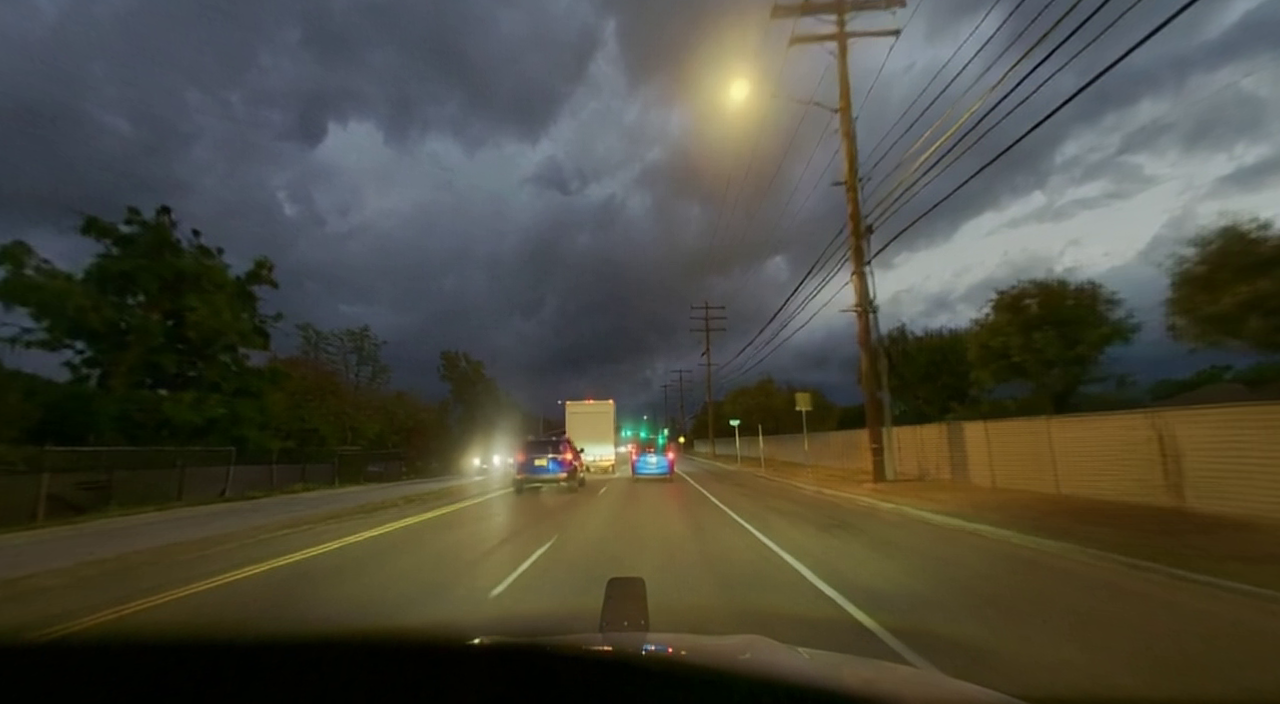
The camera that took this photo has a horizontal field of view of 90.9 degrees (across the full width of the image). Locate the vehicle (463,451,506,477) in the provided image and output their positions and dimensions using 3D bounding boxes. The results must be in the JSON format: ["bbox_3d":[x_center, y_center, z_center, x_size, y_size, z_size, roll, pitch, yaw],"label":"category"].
[{"bbox_3d":[-11.558,8.299,47.026,1.959,1.691,4.479,-4,-9,1],"label":"vehicle"}]

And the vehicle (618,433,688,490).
[{"bbox_3d":[0.417,3.759,21.838,2.174,1.749,4.113,0,-9,0],"label":"vehicle"}]

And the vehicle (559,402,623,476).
[{"bbox_3d":[-2.567,5.198,36.944,2.928,3.658,10.953,0,-9,0],"label":"vehicle"}]

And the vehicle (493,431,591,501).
[{"bbox_3d":[-2.797,3.405,19.121,2.093,1.832,4.508,0,-9,2],"label":"vehicle"}]
